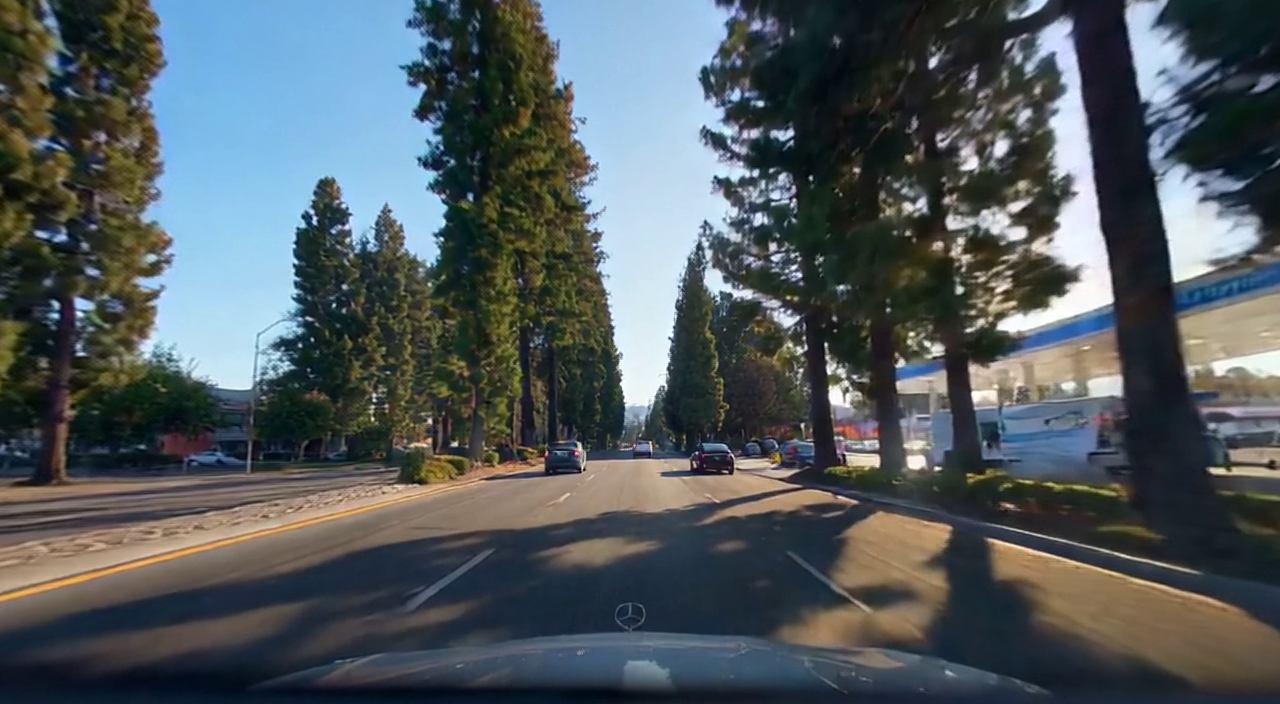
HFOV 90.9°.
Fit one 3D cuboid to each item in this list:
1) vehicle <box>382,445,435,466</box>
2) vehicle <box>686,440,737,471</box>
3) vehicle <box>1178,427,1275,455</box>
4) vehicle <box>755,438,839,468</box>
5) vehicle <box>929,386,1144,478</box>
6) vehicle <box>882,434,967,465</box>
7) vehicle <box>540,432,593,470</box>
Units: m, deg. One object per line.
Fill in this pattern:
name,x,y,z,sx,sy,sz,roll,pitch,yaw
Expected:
vehicle,-18.033,8.011,48.945,4.437,1.478,1.839,-7,-11,40
vehicle,3.575,5.306,32.468,2.010,1.486,4.498,0,-8,-1
vehicle,42.712,6.572,46.061,1.863,1.744,4.904,-5,-9,-8
vehicle,9.618,6.190,38.890,4.526,1.768,2.056,1,-9,-9
vehicle,15.548,3.371,25.851,3.133,3.133,8.198,0,-9,-2
vehicle,17.038,5.862,37.883,4.107,1.487,1.937,-5,-7,2
vehicle,-3.571,4.936,31.472,2.051,1.747,4.370,0,-8,1
